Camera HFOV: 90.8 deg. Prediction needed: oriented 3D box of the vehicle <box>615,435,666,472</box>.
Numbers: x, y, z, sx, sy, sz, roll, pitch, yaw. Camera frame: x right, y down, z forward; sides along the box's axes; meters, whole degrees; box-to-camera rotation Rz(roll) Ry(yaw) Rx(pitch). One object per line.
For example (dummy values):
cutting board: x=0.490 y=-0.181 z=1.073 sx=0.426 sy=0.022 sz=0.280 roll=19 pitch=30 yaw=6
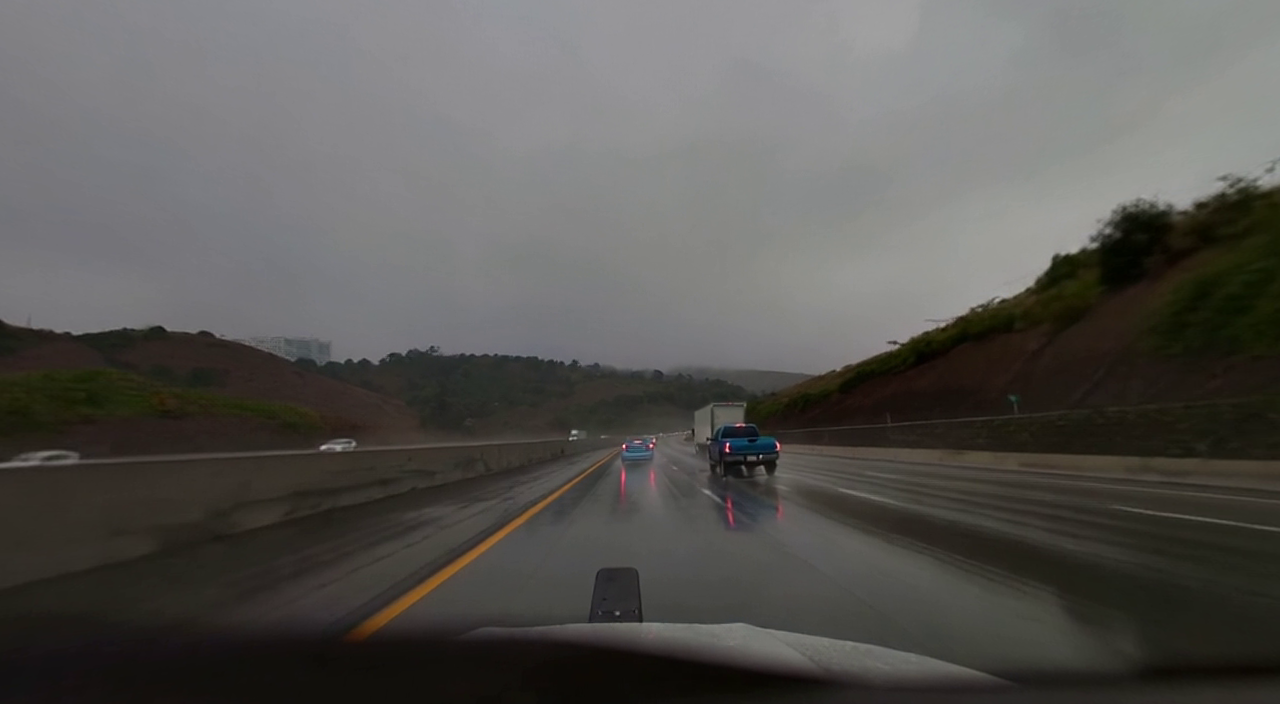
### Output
vehicle: x=-0.008 y=4.404 z=27.667 sx=2.083 sy=1.477 sz=3.965 roll=0 pitch=-8 yaw=-1

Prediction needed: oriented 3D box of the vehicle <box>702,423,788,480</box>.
vehicle: x=3.553 y=3.490 z=22.348 sx=2.098 sy=1.794 sz=4.561 roll=0 pitch=-9 yaw=-2
